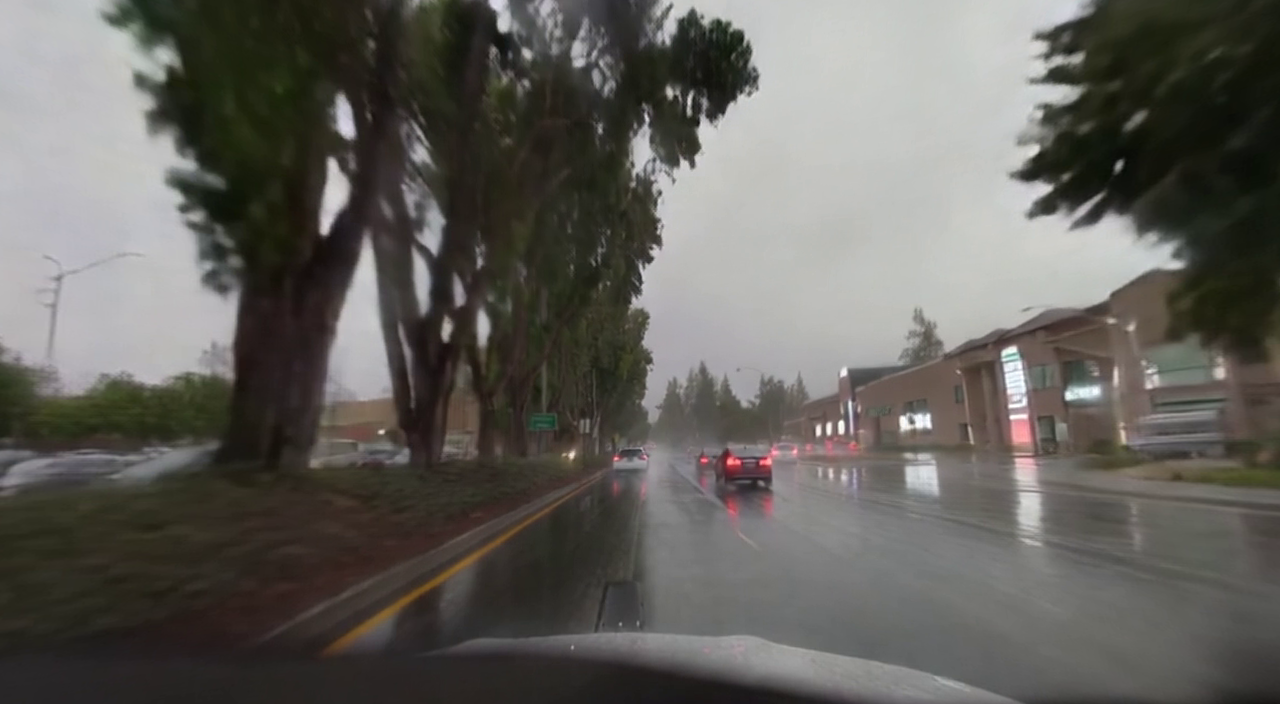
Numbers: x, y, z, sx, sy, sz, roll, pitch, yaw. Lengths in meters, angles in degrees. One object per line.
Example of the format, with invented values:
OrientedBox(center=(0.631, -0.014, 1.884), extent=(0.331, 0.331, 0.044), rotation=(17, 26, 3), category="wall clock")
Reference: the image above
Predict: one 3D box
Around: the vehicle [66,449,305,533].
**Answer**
OrientedBox(center=(-9.222, 2.801, 13.424), extent=(1.850, 1.447, 4.436), rotation=(0, -9, -1), category="vehicle")

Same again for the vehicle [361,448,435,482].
OrientedBox(center=(-11.968, 5.594, 31.624), extent=(1.923, 1.502, 4.422), rotation=(-1, -9, 0), category="vehicle")

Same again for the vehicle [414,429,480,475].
OrientedBox(center=(-12.005, 6.249, 39.730), extent=(2.263, 2.542, 5.913), rotation=(-2, -8, 0), category="vehicle")

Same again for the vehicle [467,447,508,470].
OrientedBox(center=(-11.463, 8.025, 47.820), extent=(2.048, 1.470, 4.514), rotation=(-2, -8, -1), category="vehicle")

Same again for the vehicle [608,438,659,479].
OrientedBox(center=(-0.249, 4.713, 28.174), extent=(2.101, 1.694, 3.979), rotation=(-1, -9, 1), category="vehicle")

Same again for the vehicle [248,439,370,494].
OrientedBox(center=(-12.328, 4.271, 23.987), extent=(2.021, 1.817, 4.740), rotation=(-1, -9, 1), category="vehicle")

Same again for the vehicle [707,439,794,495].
OrientedBox(center=(3.198, 3.410, 19.094), extent=(1.852, 1.498, 3.825), rotation=(0, -9, -1), category="vehicle")

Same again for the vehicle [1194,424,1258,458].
OrientedBox(center=(35.759, 5.425, 38.492), extent=(5.424, 1.947, 2.071), rotation=(7, -11, -41), category="vehicle")
